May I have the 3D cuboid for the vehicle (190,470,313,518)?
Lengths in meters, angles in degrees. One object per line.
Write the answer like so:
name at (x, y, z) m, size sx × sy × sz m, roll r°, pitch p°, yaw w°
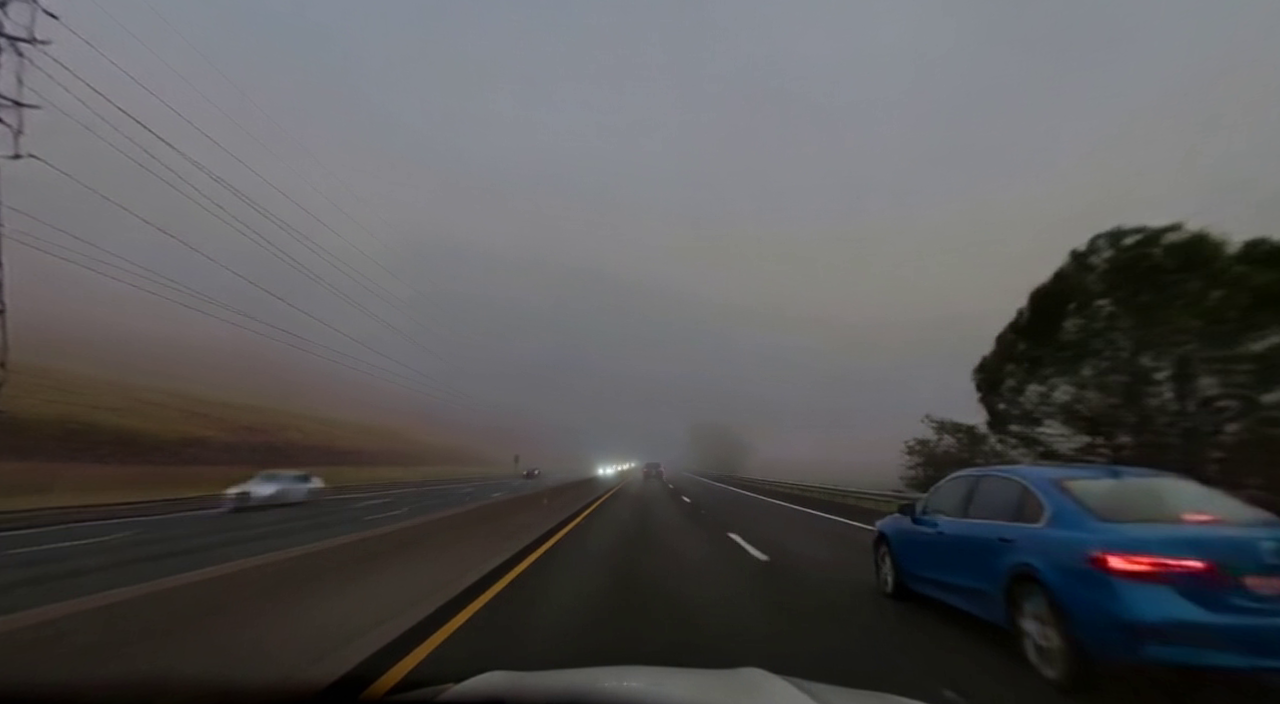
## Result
vehicle at (-13.436, 4.894, 21.999) m, size 1.735 × 1.455 × 3.716 m, roll 0°, pitch -10°, yaw 3°

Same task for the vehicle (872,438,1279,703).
vehicle at (3.647, 1.567, 5.110) m, size 1.985 × 1.521 × 3.904 m, roll 1°, pitch -10°, yaw 0°
